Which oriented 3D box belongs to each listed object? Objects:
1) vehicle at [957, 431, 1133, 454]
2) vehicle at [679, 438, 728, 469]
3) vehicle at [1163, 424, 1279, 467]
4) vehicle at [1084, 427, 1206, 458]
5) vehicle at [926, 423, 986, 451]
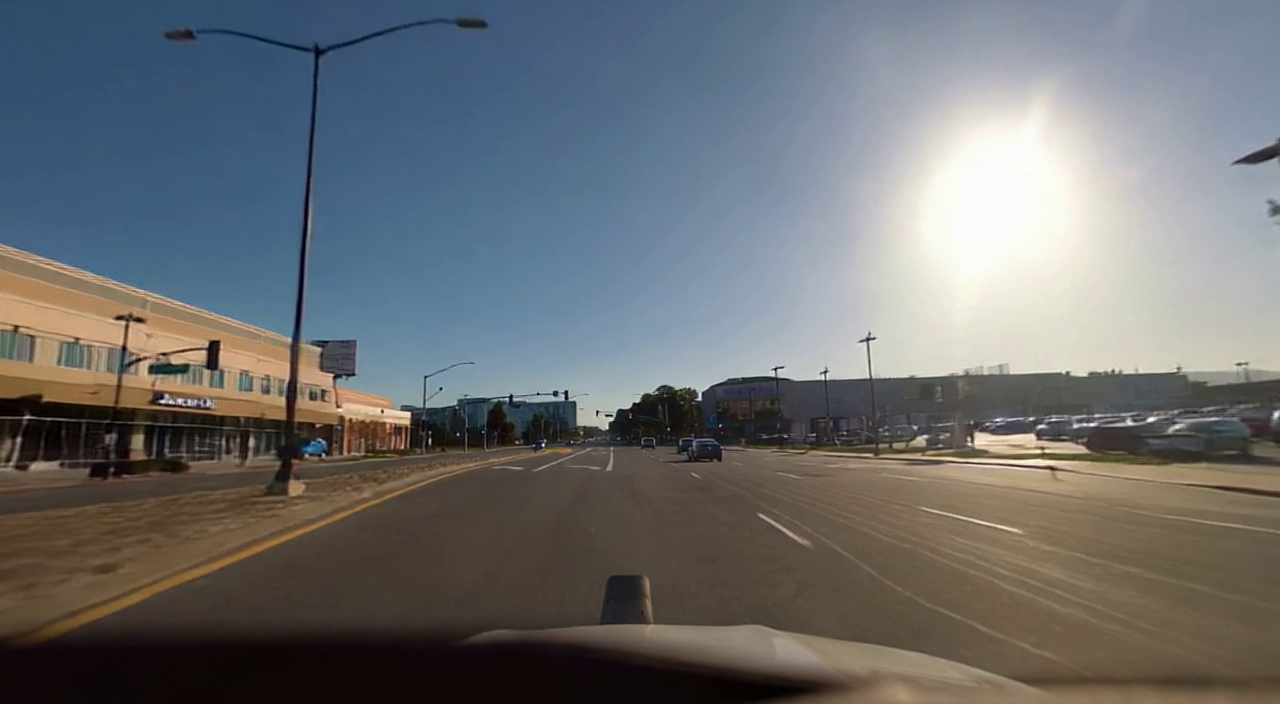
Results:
[{"bbox_3d":[25.562,5.861,40.838,2.870,1.165,10.713,-1,-8,-12],"label":"vehicle"},{"bbox_3d":[3.314,5.408,33.831,2.038,1.528,4.259,0,-8,-2],"label":"vehicle"},{"bbox_3d":[25.911,4.060,27.567,4.544,1.474,1.772,-3,-7,-5],"label":"vehicle"},{"bbox_3d":[26.181,4.704,32.754,4.726,1.515,1.914,0,-8,-2],"label":"vehicle"},{"bbox_3d":[24.692,6.687,49.544,2.340,2.048,6.148,-1,-8,8],"label":"vehicle"}]
